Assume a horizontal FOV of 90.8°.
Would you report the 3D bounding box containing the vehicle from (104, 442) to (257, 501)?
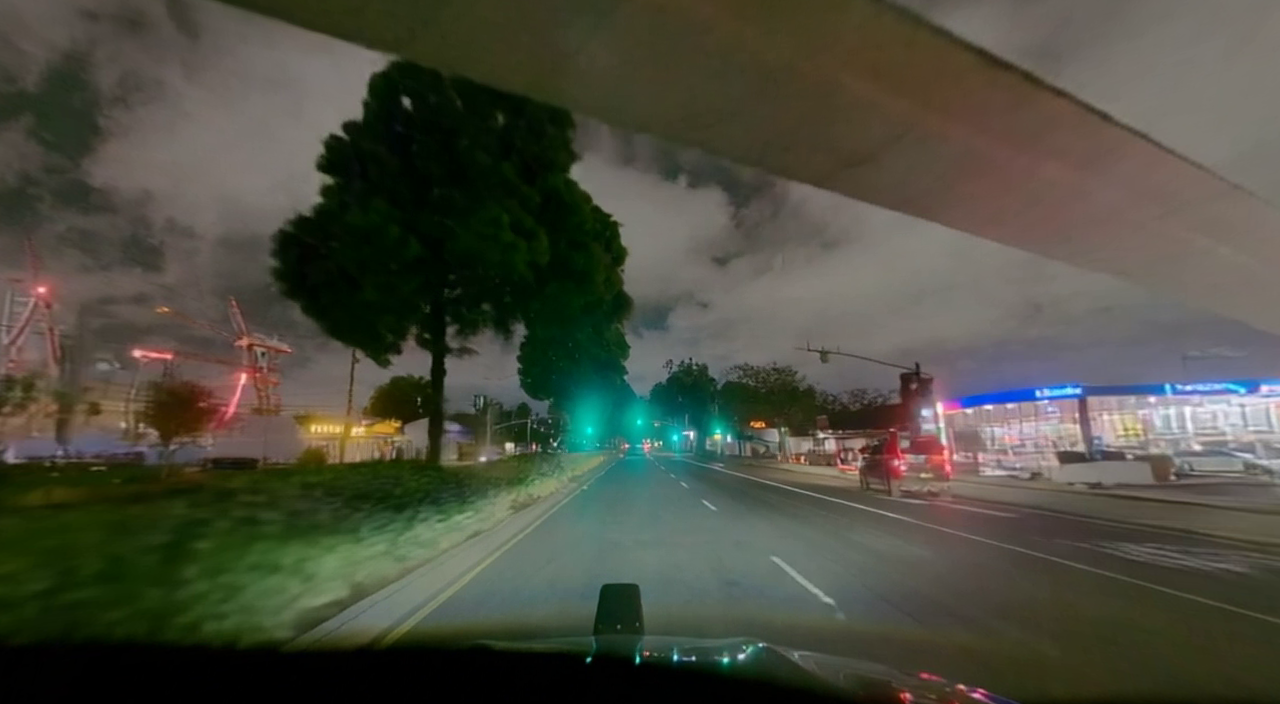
[{"bbox_3d":[-15.859,4.104,22.364,2.613,1.746,6.093,3,-9,-19],"label":"vehicle"}]
